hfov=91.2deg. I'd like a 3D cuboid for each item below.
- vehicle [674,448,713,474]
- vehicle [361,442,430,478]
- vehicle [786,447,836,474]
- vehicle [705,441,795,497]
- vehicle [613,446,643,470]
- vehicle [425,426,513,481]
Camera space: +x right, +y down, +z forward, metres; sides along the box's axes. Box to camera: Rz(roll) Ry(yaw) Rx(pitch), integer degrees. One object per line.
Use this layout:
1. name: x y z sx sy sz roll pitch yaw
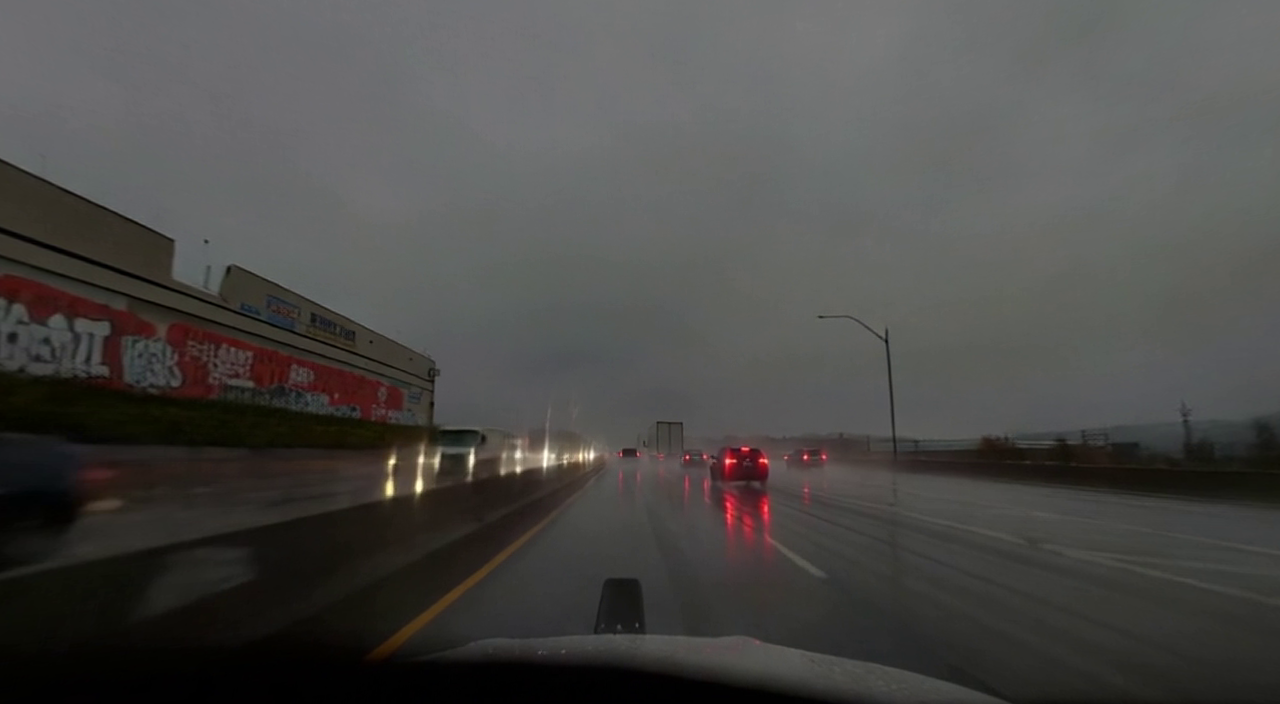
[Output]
1. vehicle: 3.500 7.254 41.892 2.085 1.588 4.436 0 -9 -2
2. vehicle: -12.898 5.712 33.391 1.990 1.733 4.225 0 -9 -1
3. vehicle: 11.140 7.086 41.162 2.107 1.648 4.324 0 -9 0
4. vehicle: 3.515 3.846 20.988 2.045 1.605 4.674 0 -9 -1
5. vehicle: -0.941 8.154 48.544 2.169 1.753 4.151 0 -9 -1
6. vehicle: -8.542 5.189 32.276 2.544 2.471 6.965 0 -9 0
